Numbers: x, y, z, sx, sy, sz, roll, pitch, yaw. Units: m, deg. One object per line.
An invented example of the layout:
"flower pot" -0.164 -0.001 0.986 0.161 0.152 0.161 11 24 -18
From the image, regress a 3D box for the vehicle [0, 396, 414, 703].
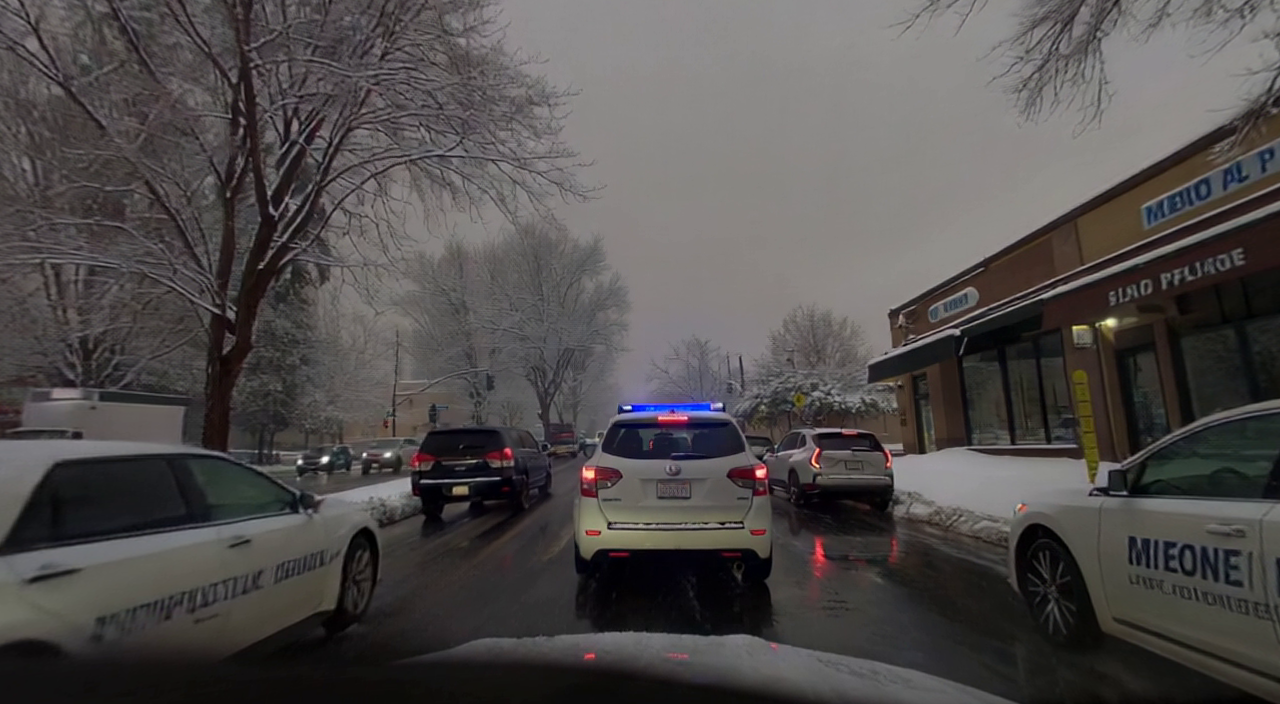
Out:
"vehicle" -2.952 1.096 3.412 1.908 1.474 4.257 0 -8 -1

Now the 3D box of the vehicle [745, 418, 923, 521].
"vehicle" 4.056 2.577 14.503 2.038 1.865 5.786 0 -8 -2

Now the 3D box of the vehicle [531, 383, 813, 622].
"vehicle" 0.222 1.410 6.758 2.075 1.770 4.018 0 -8 -1

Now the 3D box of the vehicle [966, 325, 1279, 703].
"vehicle" 4.007 0.895 3.219 1.987 1.877 5.330 2 -8 2

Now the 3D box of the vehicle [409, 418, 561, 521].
"vehicle" -3.040 2.425 13.497 2.135 1.806 4.514 0 -8 -1
